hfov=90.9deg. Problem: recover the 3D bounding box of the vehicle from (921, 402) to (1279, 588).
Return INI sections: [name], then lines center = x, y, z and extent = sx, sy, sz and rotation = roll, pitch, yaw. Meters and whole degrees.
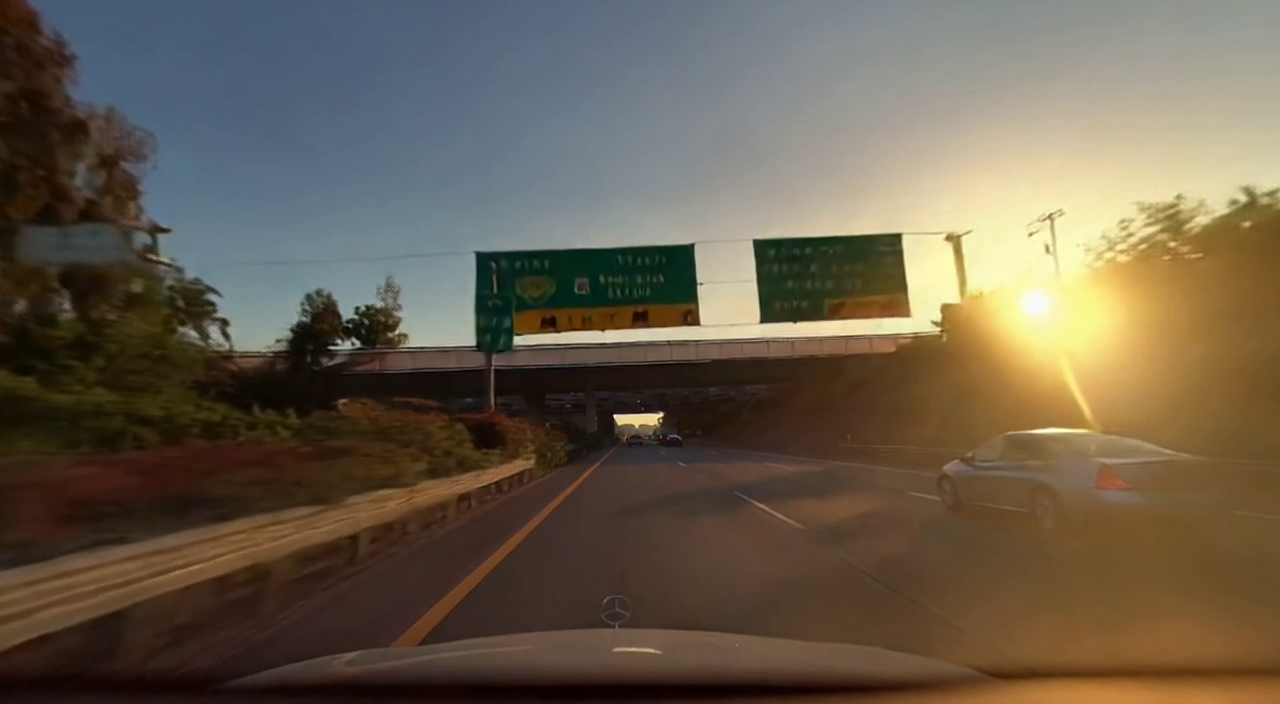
[vehicle]
center = 5.340, 1.501, 7.525
extent = 1.940, 1.578, 4.122
rotation = 0, -8, -2
